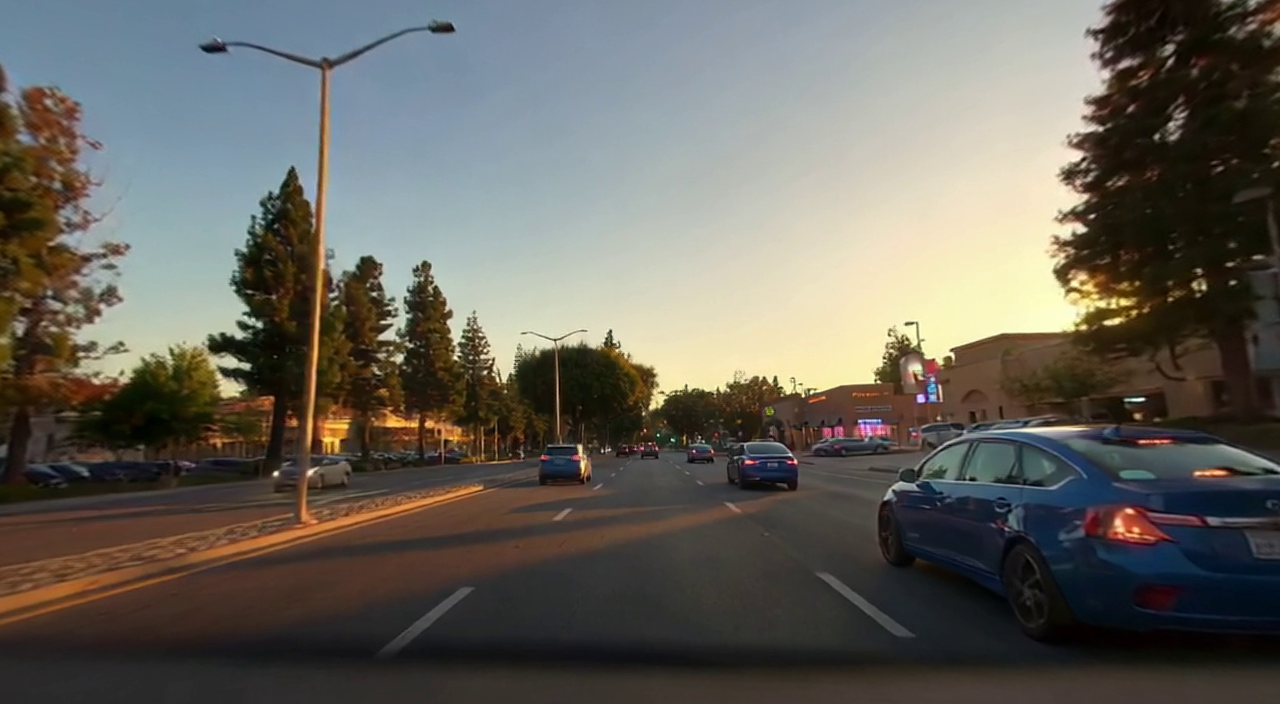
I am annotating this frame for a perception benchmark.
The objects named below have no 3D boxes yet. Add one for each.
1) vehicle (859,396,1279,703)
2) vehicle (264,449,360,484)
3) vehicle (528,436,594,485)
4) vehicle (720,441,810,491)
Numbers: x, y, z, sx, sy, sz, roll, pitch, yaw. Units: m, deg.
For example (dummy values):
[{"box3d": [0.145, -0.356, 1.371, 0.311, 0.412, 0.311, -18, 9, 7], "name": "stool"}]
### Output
[{"box3d": [3.494, 1.258, 4.755, 1.976, 1.491, 4.714, 0, -8, 0], "name": "vehicle"}, {"box3d": [-19.296, 6.722, 37.517, 2.501, 1.862, 5.754, -1, -9, 2], "name": "vehicle"}, {"box3d": [-2.998, 4.222, 24.804, 1.981, 1.731, 4.360, 0, -9, 1], "name": "vehicle"}, {"box3d": [4.085, 3.801, 21.488, 2.036, 1.480, 4.659, 0, -8, -1], "name": "vehicle"}]
